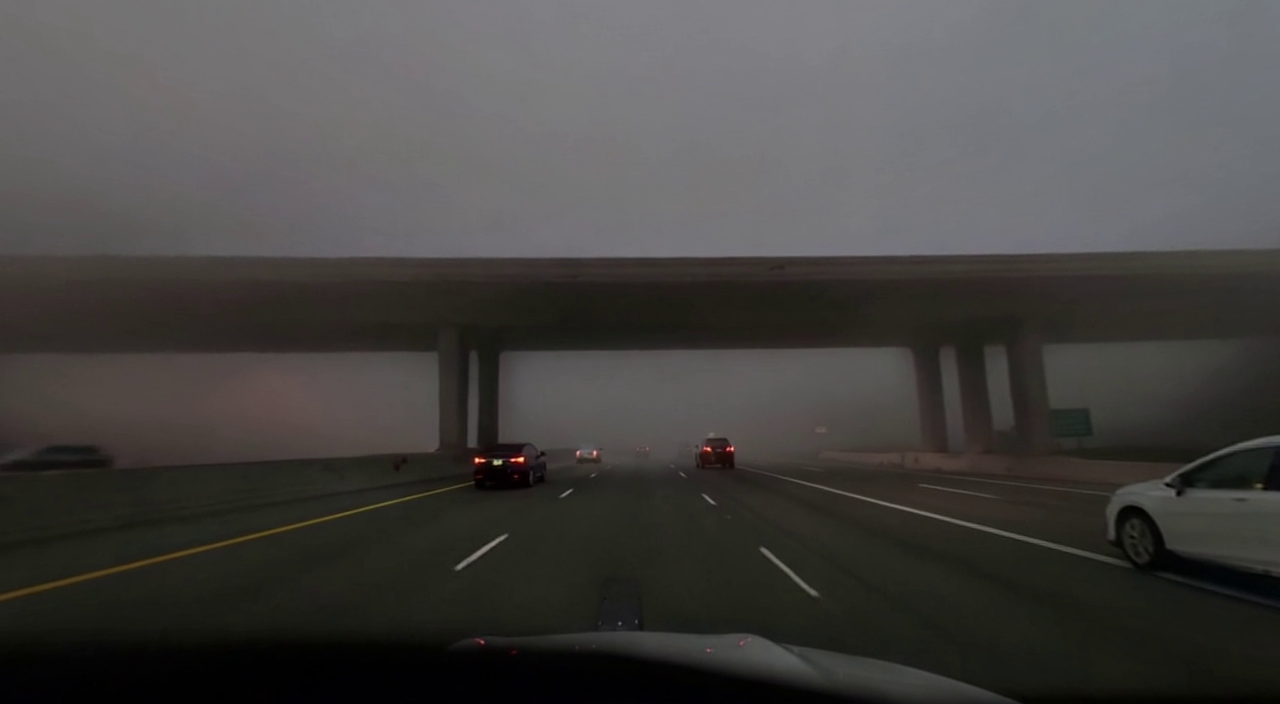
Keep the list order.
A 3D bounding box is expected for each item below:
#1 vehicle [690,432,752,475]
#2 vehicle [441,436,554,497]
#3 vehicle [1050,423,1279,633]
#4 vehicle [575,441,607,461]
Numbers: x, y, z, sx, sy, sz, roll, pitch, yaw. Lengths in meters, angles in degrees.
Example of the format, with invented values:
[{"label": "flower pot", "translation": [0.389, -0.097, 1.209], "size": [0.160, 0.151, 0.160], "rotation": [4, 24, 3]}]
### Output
[{"label": "vehicle", "translation": [3.481, 4.478, 28.025], "size": [2.072, 1.761, 4.242], "rotation": [0, -8, -1]}, {"label": "vehicle", "translation": [-3.809, 3.159, 17.848], "size": [1.997, 1.476, 4.703], "rotation": [0, -8, 1]}, {"label": "vehicle", "translation": [5.549, 1.304, 4.854], "size": [1.989, 1.472, 4.322], "rotation": [0, -8, 2]}, {"label": "vehicle", "translation": [-3.738, 7.636, 48.862], "size": [2.047, 1.464, 4.387], "rotation": [0, -8, 1]}]
